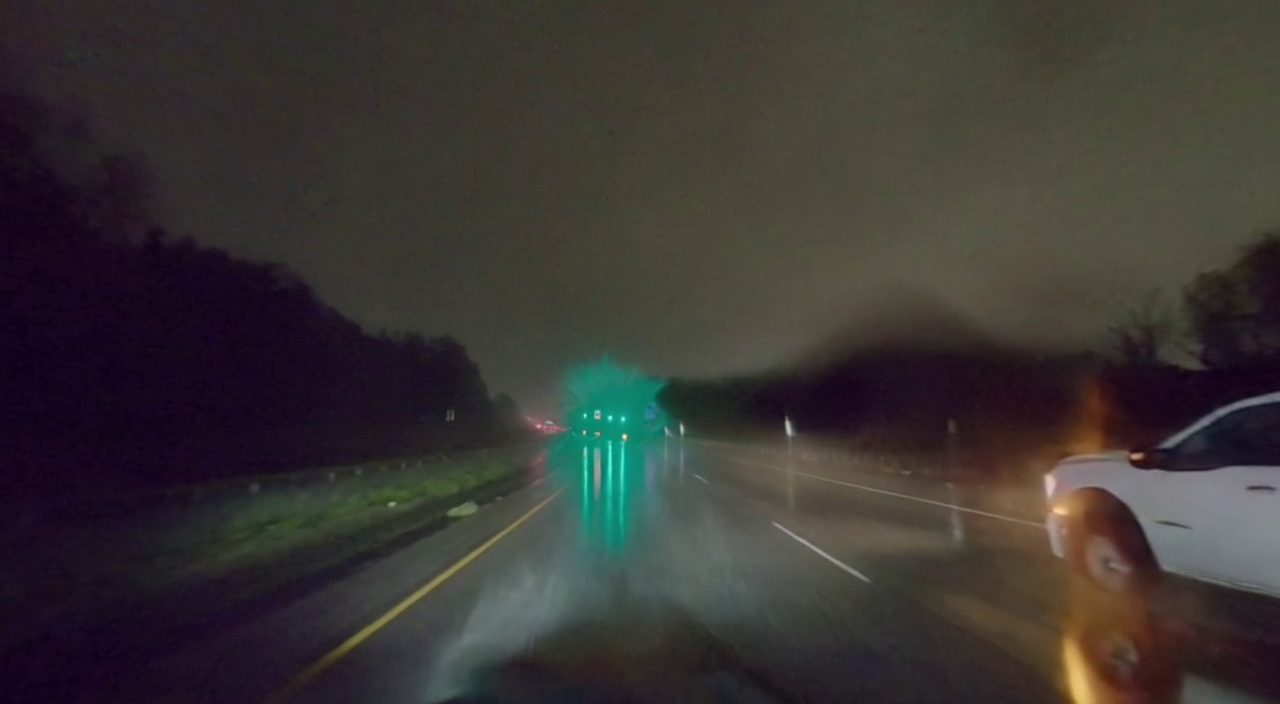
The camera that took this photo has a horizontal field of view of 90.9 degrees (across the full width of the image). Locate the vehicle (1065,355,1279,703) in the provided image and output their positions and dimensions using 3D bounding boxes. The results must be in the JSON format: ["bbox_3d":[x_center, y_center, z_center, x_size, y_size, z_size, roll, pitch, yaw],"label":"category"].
[{"bbox_3d":[3.729,0.734,1.903,1.941,1.655,4.137,0,-8,-1],"label":"vehicle"}]
